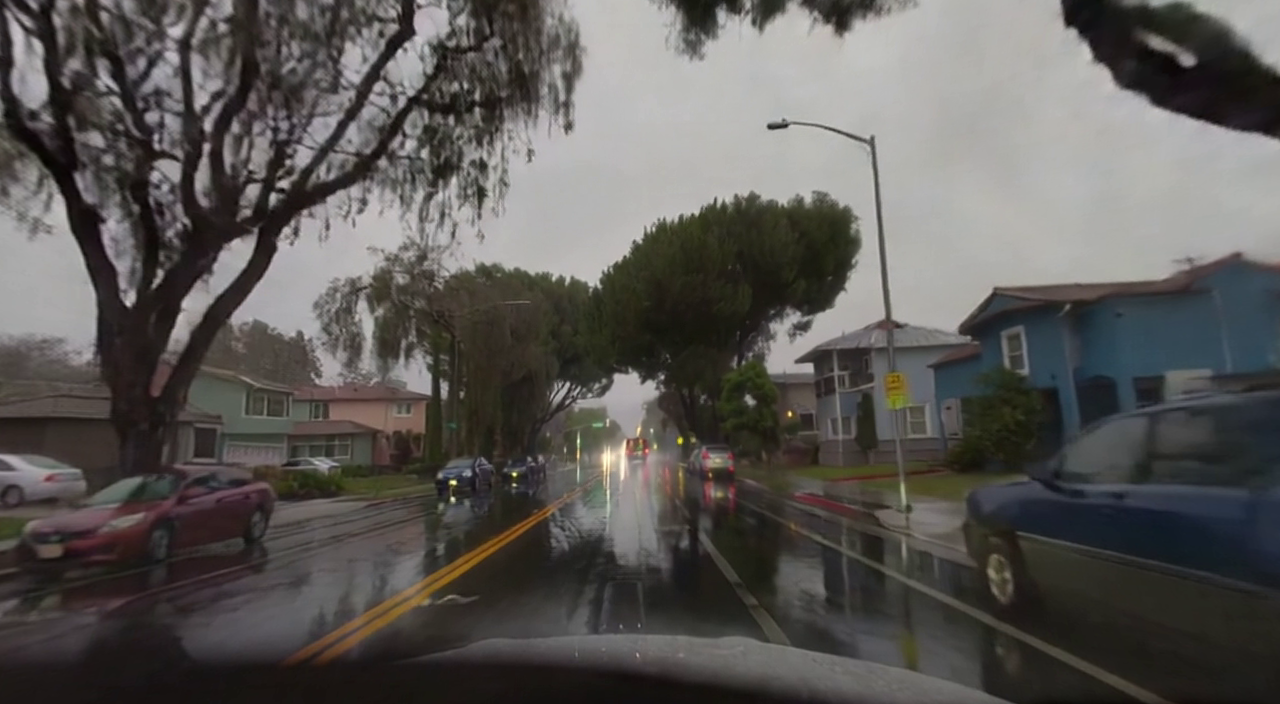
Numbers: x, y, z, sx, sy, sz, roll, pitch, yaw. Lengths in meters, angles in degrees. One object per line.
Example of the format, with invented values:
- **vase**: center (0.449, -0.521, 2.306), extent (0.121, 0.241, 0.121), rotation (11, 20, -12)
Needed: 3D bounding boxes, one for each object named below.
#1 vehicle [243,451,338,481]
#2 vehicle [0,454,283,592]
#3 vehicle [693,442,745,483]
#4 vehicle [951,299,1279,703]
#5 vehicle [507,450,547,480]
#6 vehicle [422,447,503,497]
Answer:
- **vehicle**: center (-19.962, 6.503, 36.243), extent (4.197, 1.659, 2.059), rotation (0, -8, 0)
- **vehicle**: center (-8.226, 2.580, 10.341), extent (1.921, 1.494, 4.884), rotation (-5, -8, 1)
- **vehicle**: center (4.176, 5.929, 34.046), extent (2.060, 1.833, 4.927), rotation (5, -9, 1)
- **vehicle**: center (3.751, 0.912, 3.169), extent (2.131, 1.995, 4.626), rotation (3, -8, 1)
- **vehicle**: center (-7.843, 7.860, 44.145), extent (1.898, 1.755, 4.603), rotation (-5, -8, -1)
- **vehicle**: center (-8.111, 5.491, 29.429), extent (2.094, 1.840, 5.450), rotation (-6, -8, 0)
